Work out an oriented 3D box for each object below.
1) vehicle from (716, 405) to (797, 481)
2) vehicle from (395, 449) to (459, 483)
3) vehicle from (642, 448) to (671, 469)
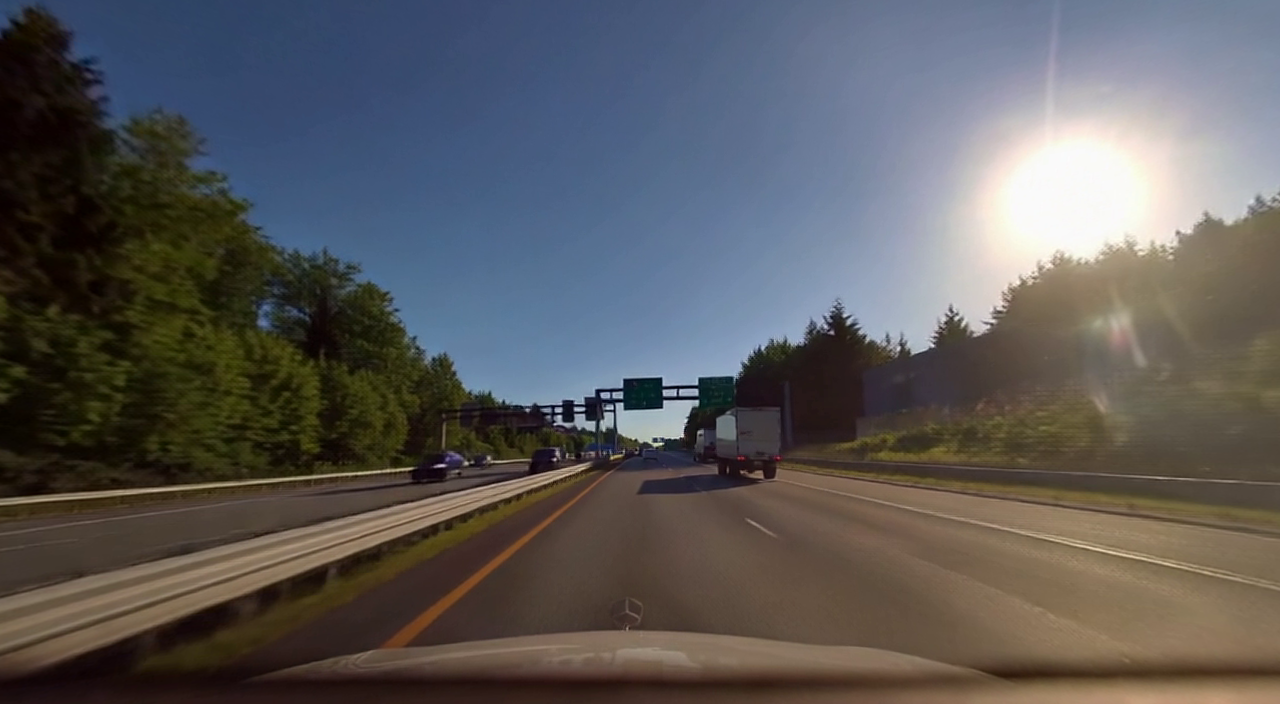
[{"bbox_3d":[5.665,4.612,31.919,2.743,3.367,7.306,0,-9,1],"label":"vehicle"},{"bbox_3d":[-12.955,6.937,38.688,2.050,1.910,4.994,0,-9,1],"label":"vehicle"},{"bbox_3d":[1.181,7.868,46.663,2.049,1.500,3.790,0,-9,1],"label":"vehicle"}]
